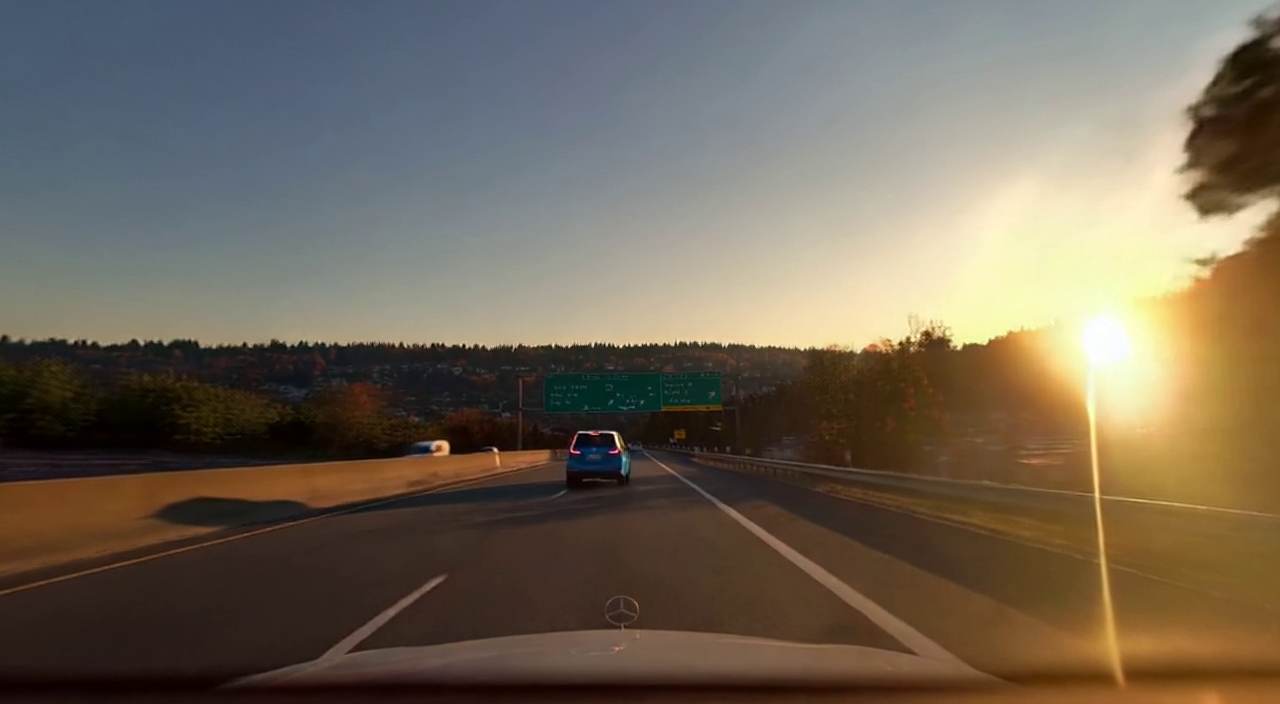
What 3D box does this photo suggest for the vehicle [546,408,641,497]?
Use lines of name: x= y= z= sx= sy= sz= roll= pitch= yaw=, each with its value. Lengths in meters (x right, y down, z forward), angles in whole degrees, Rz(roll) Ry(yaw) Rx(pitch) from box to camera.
vehicle: x=-1.125 y=2.797 z=17.850 sx=2.248 sy=2.154 sz=4.892 roll=0 pitch=-8 yaw=1
